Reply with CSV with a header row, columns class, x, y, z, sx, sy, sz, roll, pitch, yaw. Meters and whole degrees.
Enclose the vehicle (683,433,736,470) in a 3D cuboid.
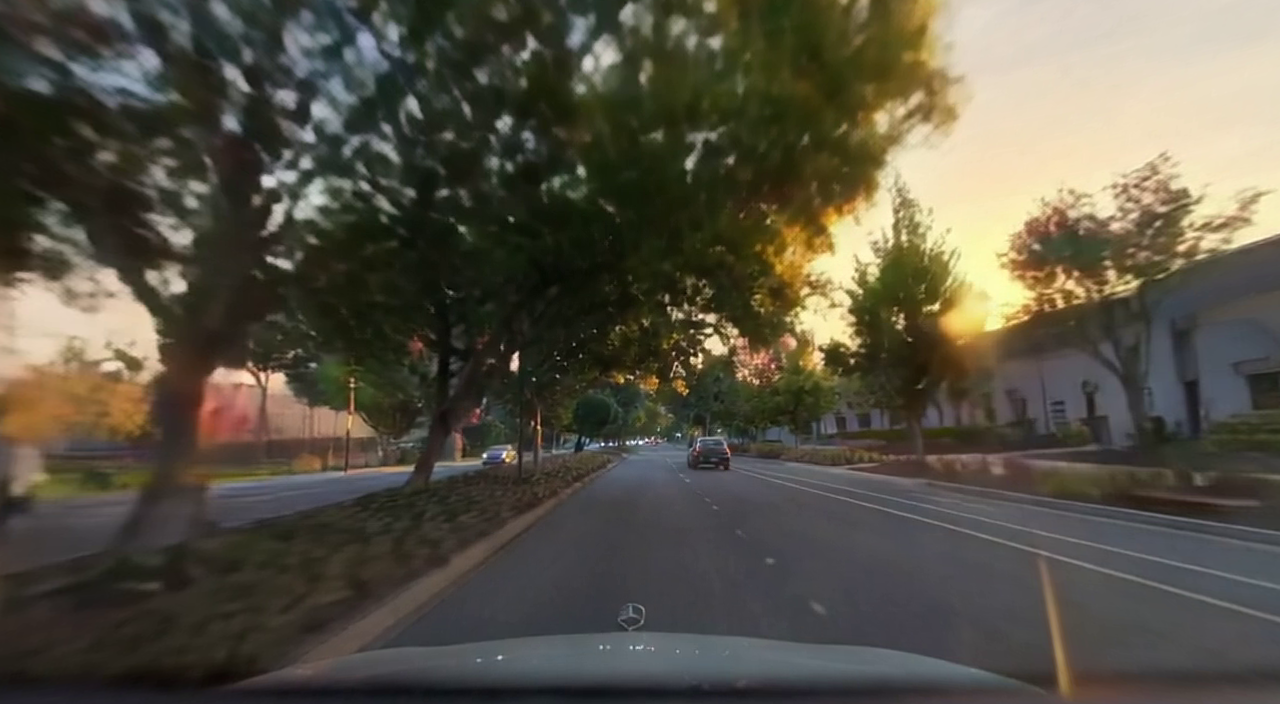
class,x,y,z,sx,sy,sz,roll,pitch,yaw
vehicle,3.499,5.080,32.438,2.143,1.759,4.378,0,-8,-1
